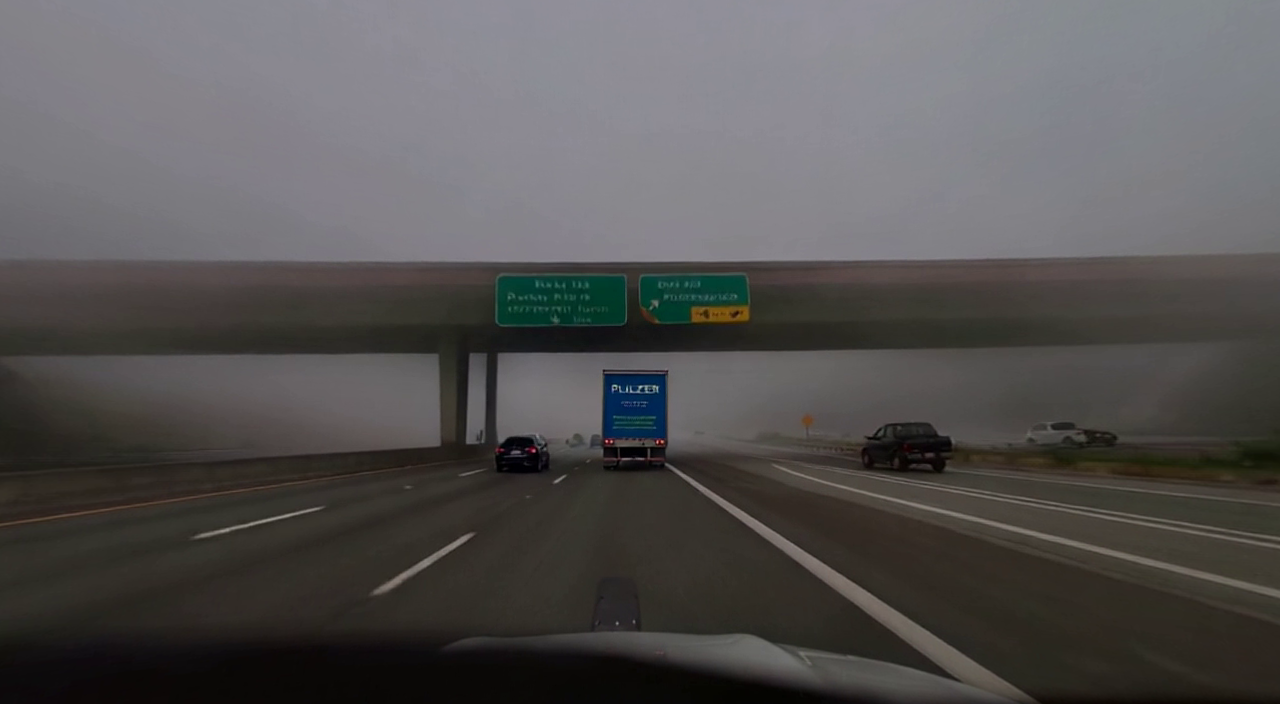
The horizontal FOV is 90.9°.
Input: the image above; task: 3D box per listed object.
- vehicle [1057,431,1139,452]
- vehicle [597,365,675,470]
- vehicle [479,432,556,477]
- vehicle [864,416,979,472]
[{"bbox_3d":[33.084,6.469,45.533,4.591,1.466,1.973,-6,-10,37],"label":"vehicle"},{"bbox_3d":[-0.356,3.262,29.841,2.926,3.959,11.818,0,-8,-2],"label":"vehicle"},{"bbox_3d":[-4.279,3.627,22.626,1.943,1.446,4.158,0,-8,0],"label":"vehicle"},{"bbox_3d":[10.192,3.383,23.274,2.052,1.841,4.481,0,-8,-1],"label":"vehicle"}]
